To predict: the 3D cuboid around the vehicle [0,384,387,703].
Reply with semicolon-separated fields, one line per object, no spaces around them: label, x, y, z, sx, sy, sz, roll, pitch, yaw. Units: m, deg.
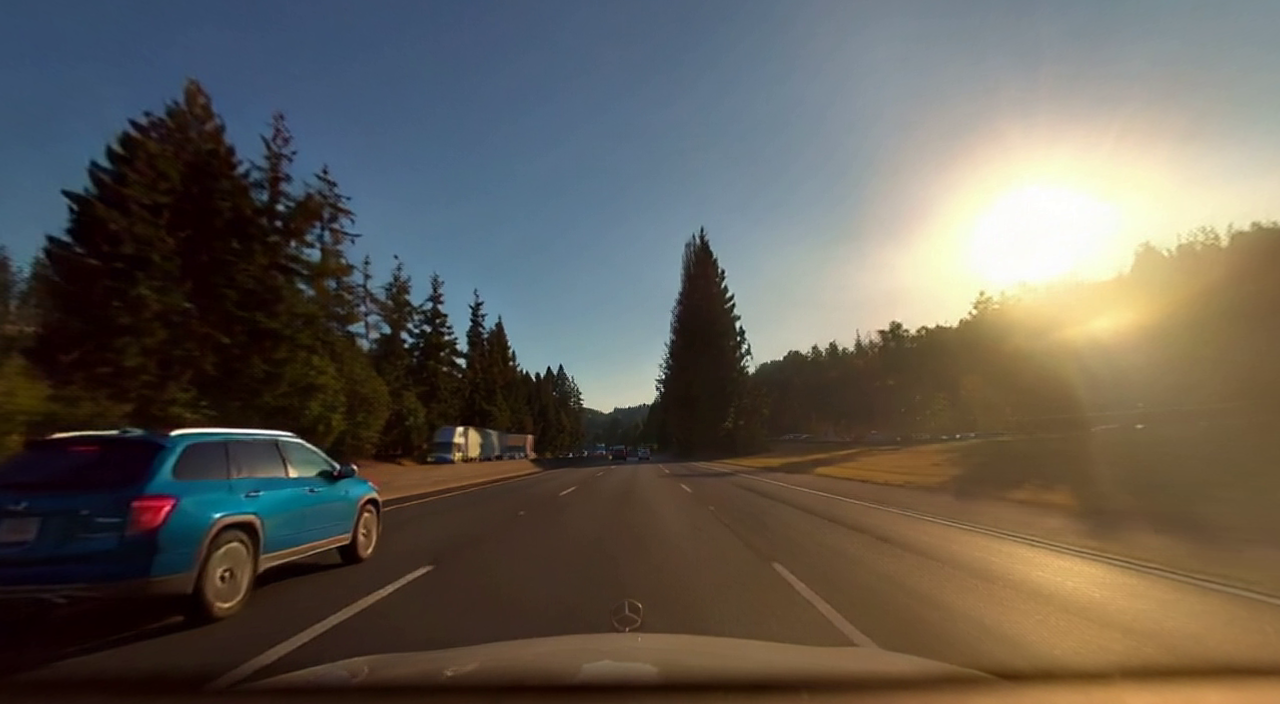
vehicle;-4.356;1.387;5.810;2.110;1.727;4.607;0;-9;0
